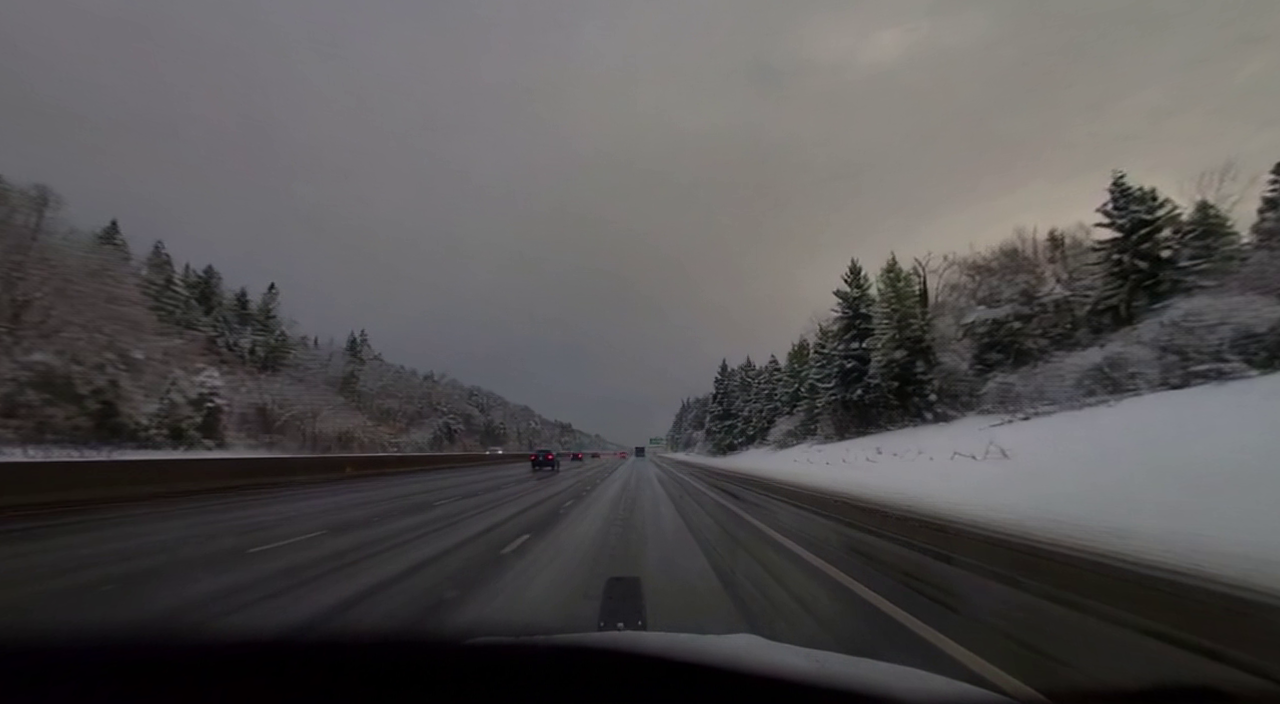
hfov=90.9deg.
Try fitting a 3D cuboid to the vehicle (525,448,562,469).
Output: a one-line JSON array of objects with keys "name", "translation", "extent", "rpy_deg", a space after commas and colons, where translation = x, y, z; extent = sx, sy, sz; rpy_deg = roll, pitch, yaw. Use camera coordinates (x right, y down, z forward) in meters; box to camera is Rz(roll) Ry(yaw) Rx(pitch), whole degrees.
[{"name": "vehicle", "translation": [-7.138, 7.954, 47.104], "extent": [2.015, 1.483, 4.626], "rpy_deg": [0, -9, 0]}]
